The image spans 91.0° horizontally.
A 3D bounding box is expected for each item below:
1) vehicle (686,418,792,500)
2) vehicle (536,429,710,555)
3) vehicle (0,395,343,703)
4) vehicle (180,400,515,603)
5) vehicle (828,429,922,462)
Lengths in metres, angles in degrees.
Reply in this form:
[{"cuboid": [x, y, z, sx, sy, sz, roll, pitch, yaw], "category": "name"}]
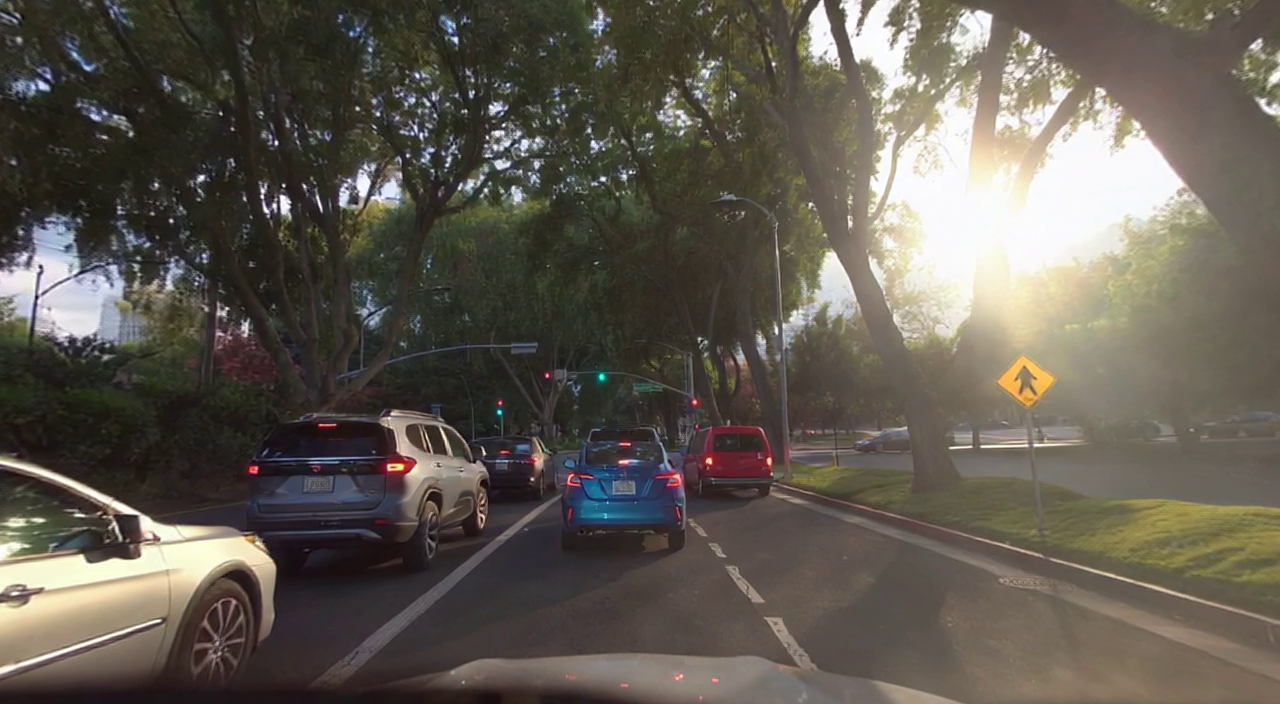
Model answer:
[{"cuboid": [2.452, 2.808, 16.873, 2.059, 1.864, 4.541, 0, -8, -1], "category": "vehicle"}, {"cuboid": [-0.252, 1.922, 9.352, 2.025, 1.453, 3.848, 0, -8, -2], "category": "vehicle"}, {"cuboid": [-2.920, 0.839, 1.618, 1.974, 1.484, 4.716, 0, -8, 1], "category": "vehicle"}, {"cuboid": [-2.894, 1.570, 7.453, 1.964, 1.712, 4.097, 0, -8, 0], "category": "vehicle"}, {"cuboid": [11.388, 4.558, 30.699, 3.883, 1.534, 1.779, 0, -8, 2], "category": "vehicle"}]
